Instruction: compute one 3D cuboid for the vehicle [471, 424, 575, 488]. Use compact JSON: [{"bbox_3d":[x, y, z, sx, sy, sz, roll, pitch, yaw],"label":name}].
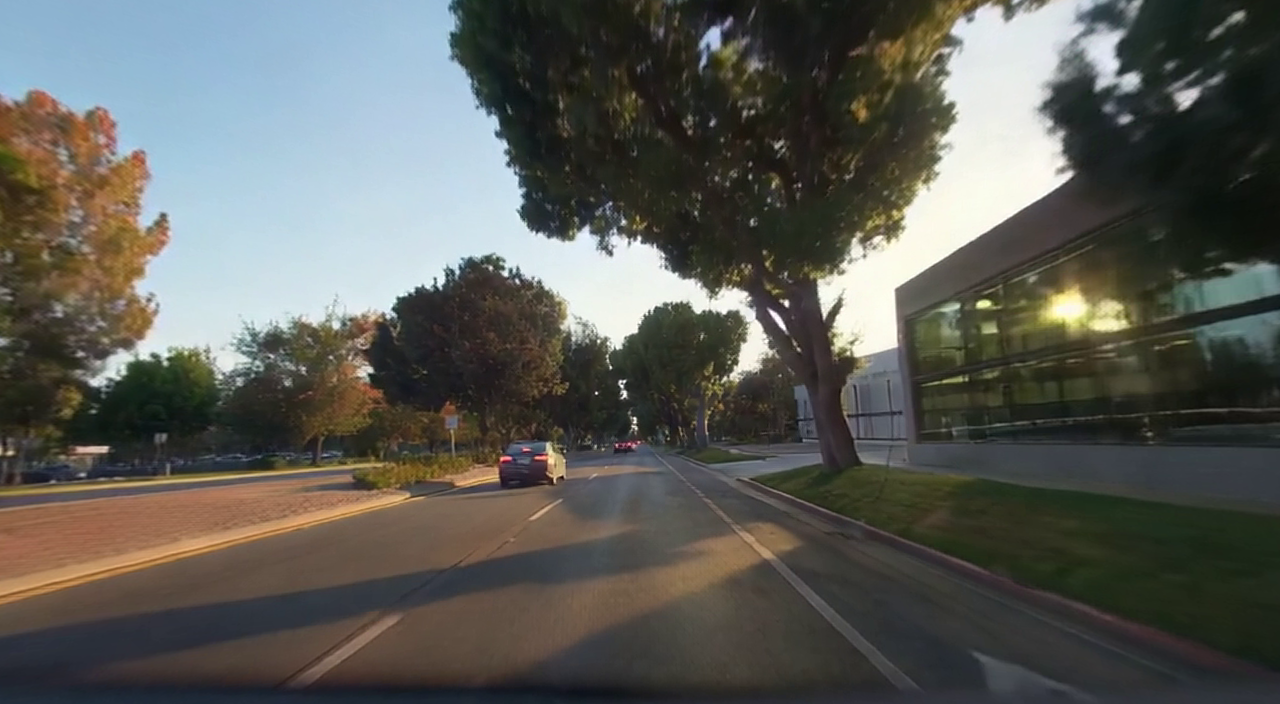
[{"bbox_3d":[-3.421,3.147,19.511,2.202,1.685,4.772,-1,-8,1],"label":"vehicle"}]
